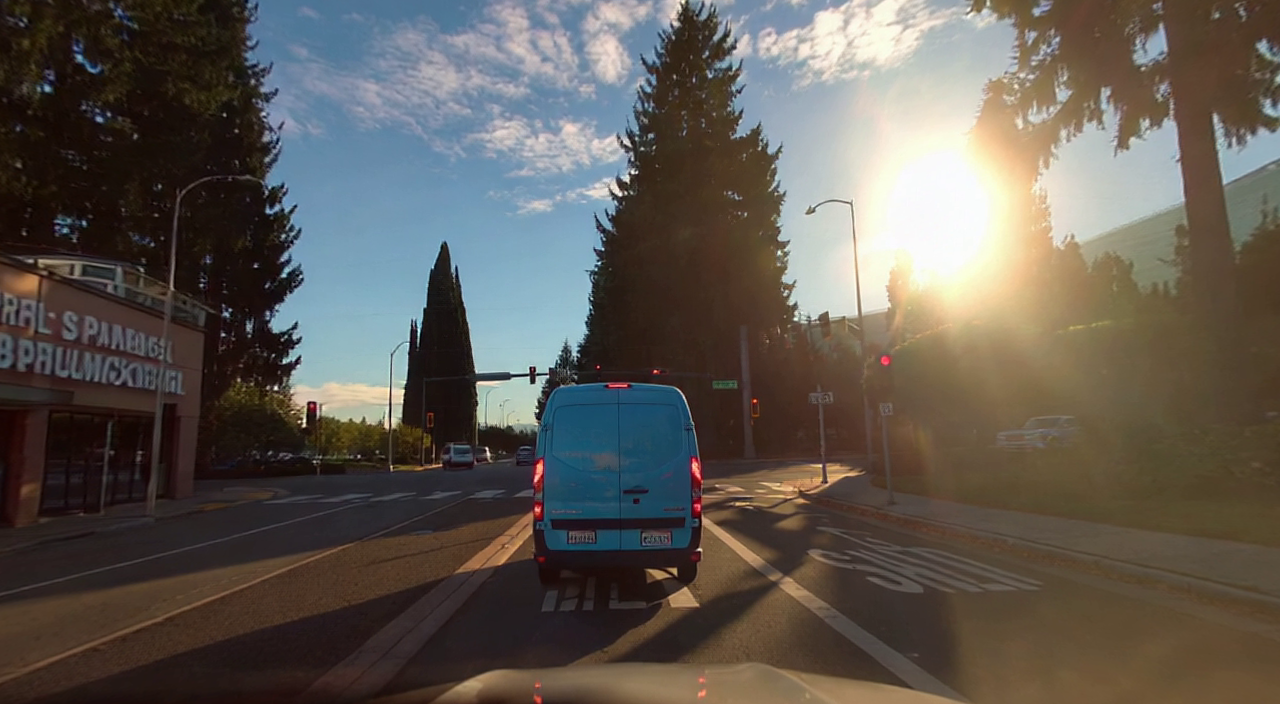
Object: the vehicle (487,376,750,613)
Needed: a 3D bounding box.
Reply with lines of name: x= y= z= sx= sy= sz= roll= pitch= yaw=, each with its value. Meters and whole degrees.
vehicle: x=-0.296 y=1.478 z=7.297 sx=2.181 sy=1.949 sz=3.932 roll=1 pitch=-9 yaw=-4
